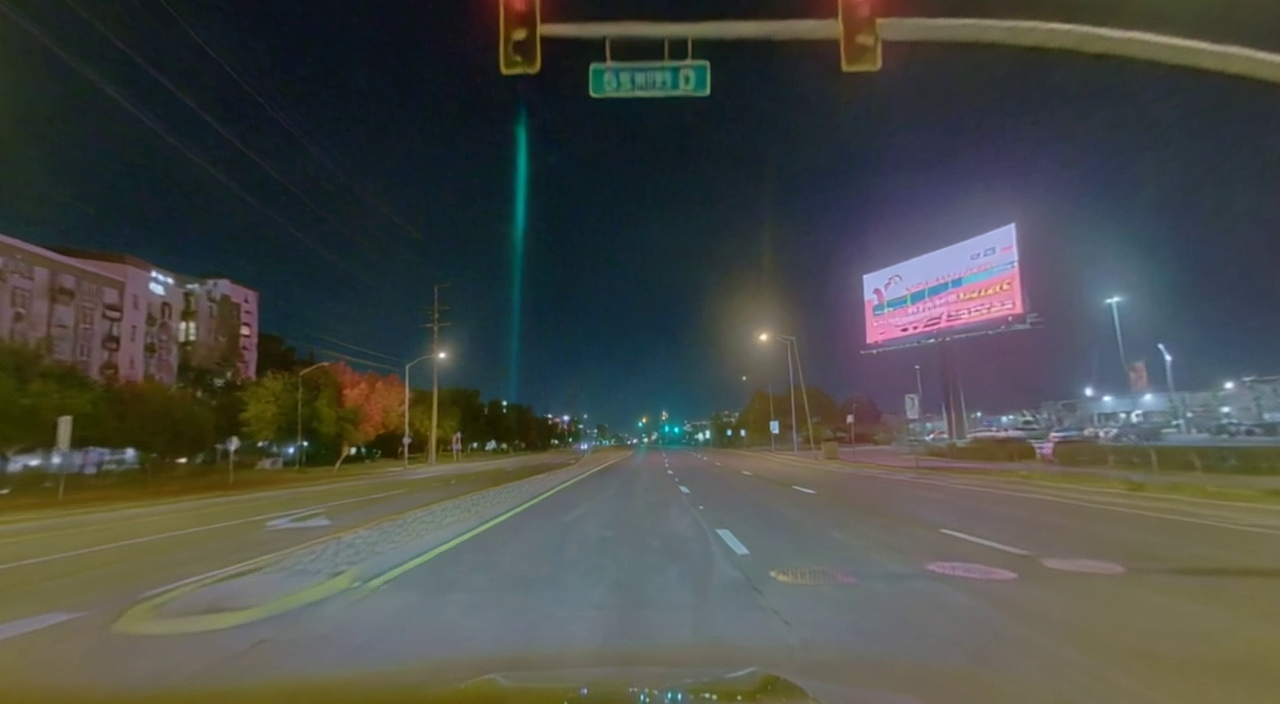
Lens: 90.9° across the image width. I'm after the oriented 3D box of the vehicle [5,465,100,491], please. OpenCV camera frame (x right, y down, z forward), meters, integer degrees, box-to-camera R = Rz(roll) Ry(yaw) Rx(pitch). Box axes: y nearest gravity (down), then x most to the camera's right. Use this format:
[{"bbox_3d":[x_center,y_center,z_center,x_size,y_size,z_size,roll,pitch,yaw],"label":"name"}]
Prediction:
[{"bbox_3d":[-37.074,7.928,39.937,1.736,1.399,4.271,-1,-8,5],"label":"vehicle"}]
